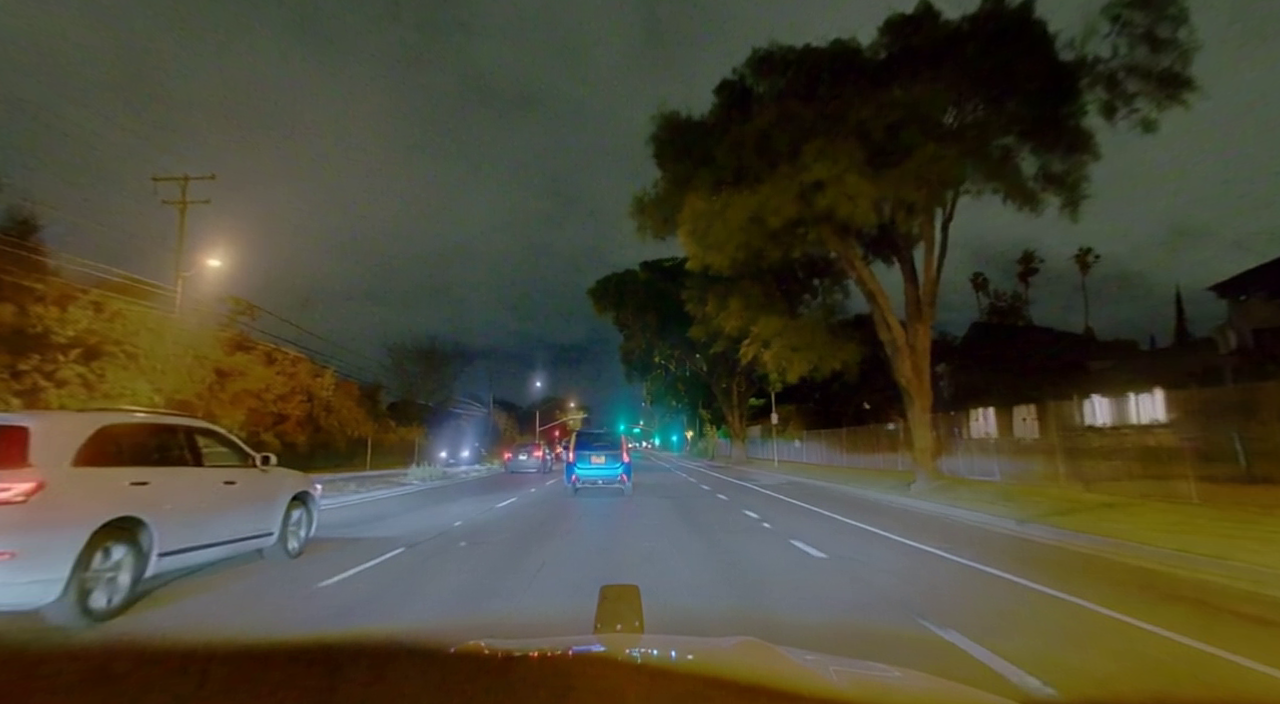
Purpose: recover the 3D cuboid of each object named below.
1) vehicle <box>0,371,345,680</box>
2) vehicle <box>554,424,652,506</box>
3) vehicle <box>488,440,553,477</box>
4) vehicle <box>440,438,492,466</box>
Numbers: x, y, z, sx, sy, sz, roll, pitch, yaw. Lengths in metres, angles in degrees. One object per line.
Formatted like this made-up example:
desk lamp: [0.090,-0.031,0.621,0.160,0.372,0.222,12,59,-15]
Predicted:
vehicle: [-4.721,1.230,5.259,2.243,1.722,4.621,0,-8,1]
vehicle: [-0.835,2.786,15.982,2.131,1.761,4.242,0,-8,-1]
vehicle: [-5.268,4.751,28.465,2.014,1.493,4.658,0,-8,0]
vehicle: [-11.647,6.730,42.612,2.131,1.798,4.902,0,-8,0]
